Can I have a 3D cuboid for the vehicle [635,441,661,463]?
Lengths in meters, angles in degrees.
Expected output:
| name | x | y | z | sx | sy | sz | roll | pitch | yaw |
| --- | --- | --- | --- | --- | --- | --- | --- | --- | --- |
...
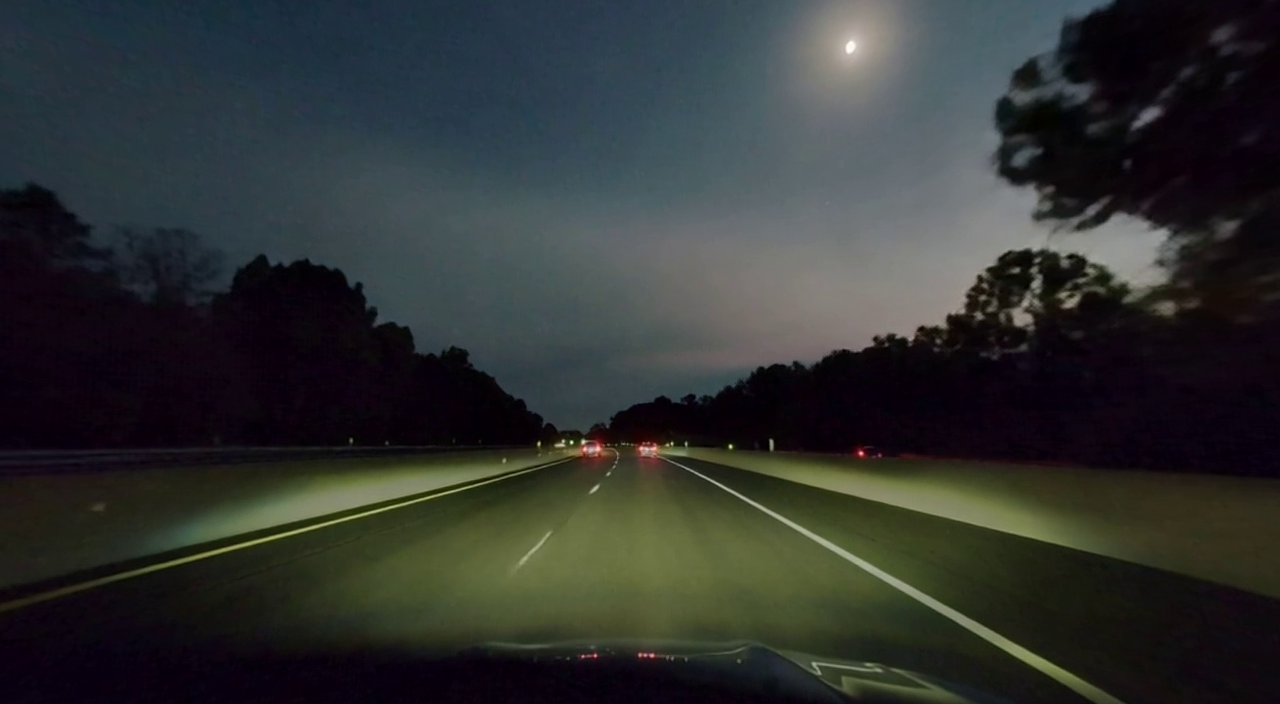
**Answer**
| name | x | y | z | sx | sy | sz | roll | pitch | yaw |
| --- | --- | --- | --- | --- | --- | --- | --- | --- | --- |
| vehicle | 0.584 | 7.650 | 48.287 | 1.966 | 1.542 | 3.979 | 0 | -8 | 0 |
